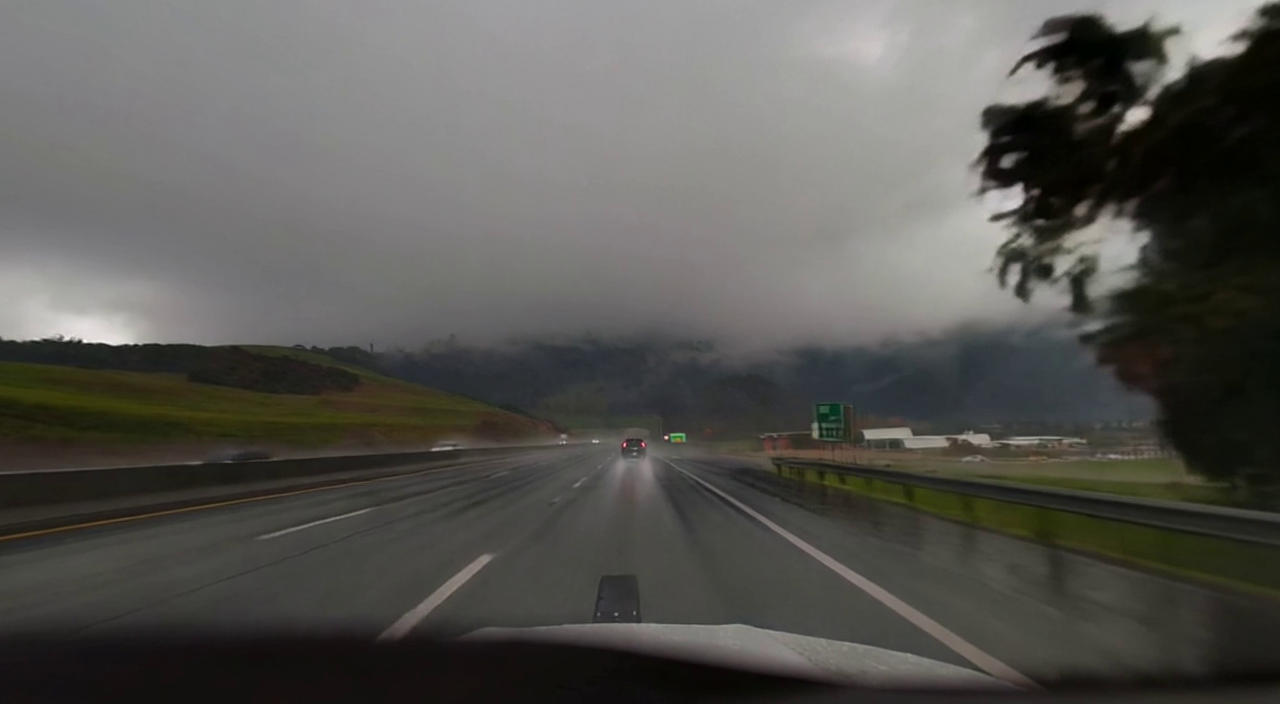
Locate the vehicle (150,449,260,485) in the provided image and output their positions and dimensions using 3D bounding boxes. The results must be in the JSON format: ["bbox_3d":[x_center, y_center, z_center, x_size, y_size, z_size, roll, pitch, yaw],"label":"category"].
[{"bbox_3d":[-19.850,5.219,28.993,1.774,1.414,4.652,0,-8,-1],"label":"vehicle"}]
